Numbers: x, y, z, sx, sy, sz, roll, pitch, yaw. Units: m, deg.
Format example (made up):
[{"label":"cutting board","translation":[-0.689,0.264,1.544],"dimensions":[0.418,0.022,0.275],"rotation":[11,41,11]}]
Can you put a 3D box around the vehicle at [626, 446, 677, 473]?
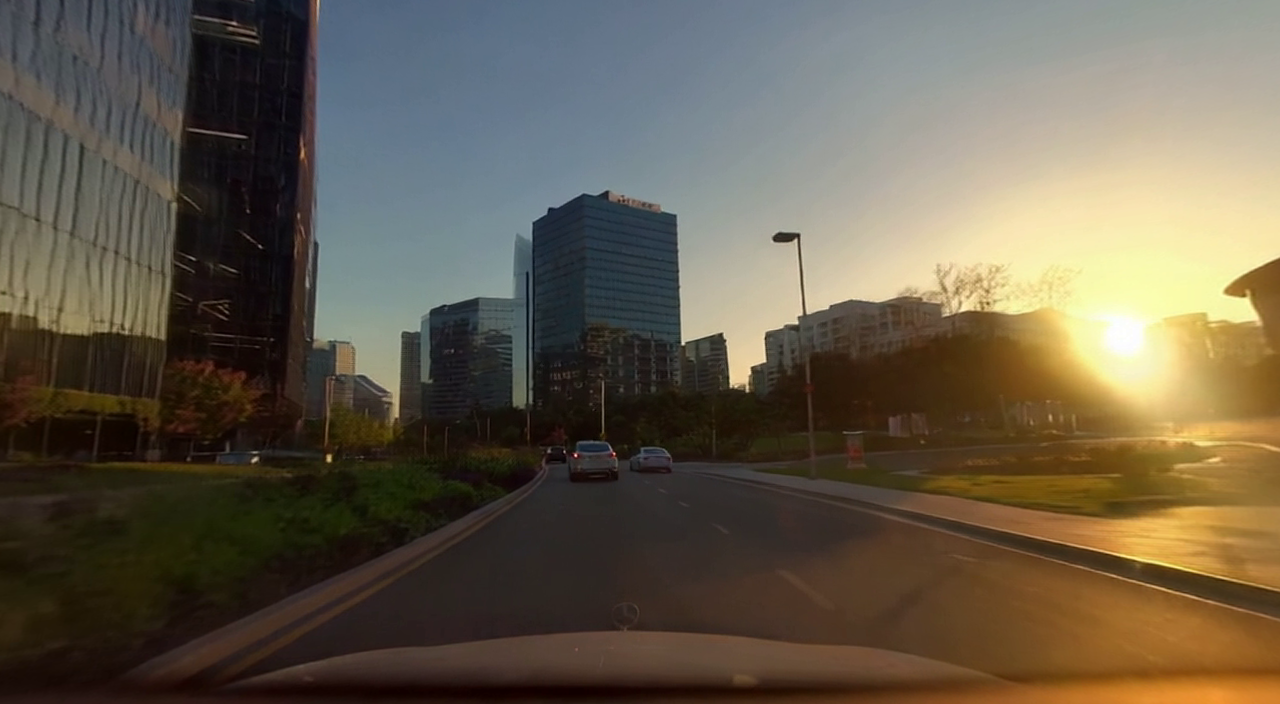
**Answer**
[{"label":"vehicle","translation":[0.607,6.255,36.865],"dimensions":[2.116,1.506,4.355],"rotation":[2,-9,-11]}]

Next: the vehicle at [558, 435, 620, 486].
[{"label":"vehicle","translation":[-1.995,4.167,24.482],"dimensions":[2.173,1.761,4.374],"rotation":[1,-9,-5]}]
